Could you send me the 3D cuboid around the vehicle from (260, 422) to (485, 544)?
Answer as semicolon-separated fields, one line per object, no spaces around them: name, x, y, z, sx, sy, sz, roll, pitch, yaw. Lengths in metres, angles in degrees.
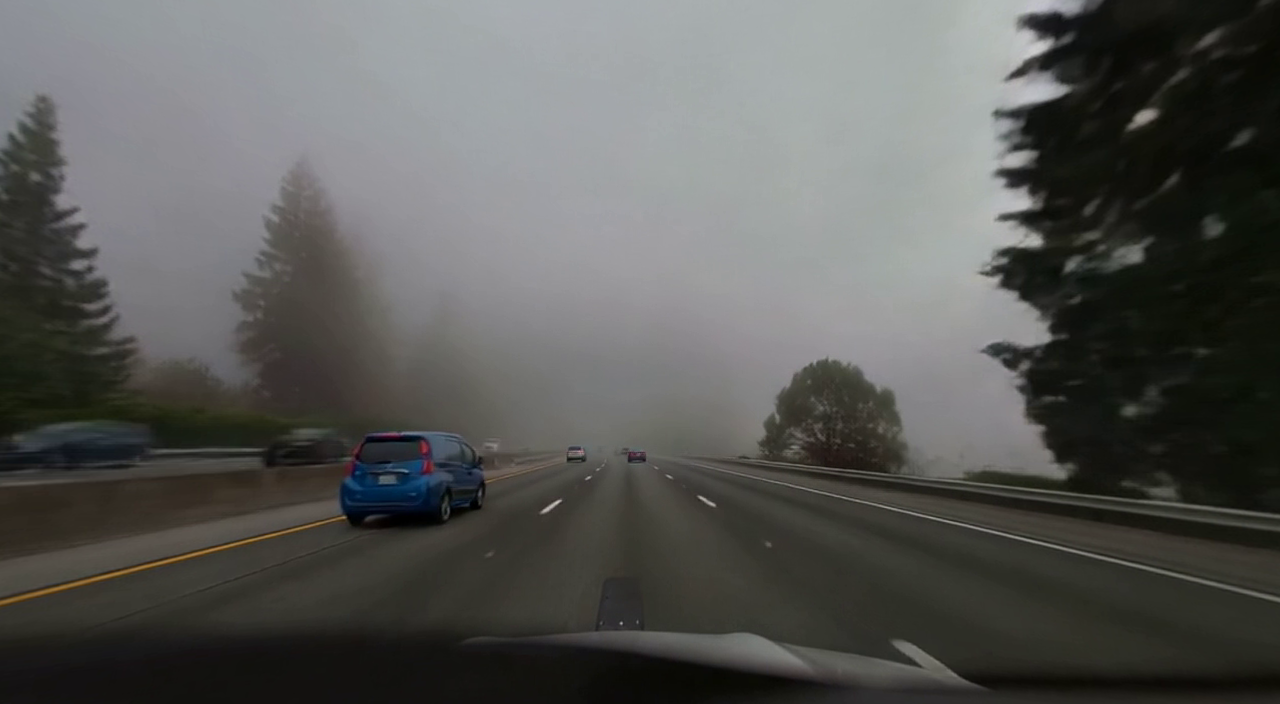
vehicle;-4.230;2.128;10.880;2.088;1.675;4.108;0;-9;-1

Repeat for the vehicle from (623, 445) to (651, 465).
vehicle;-0.255;7.912;48.484;2.008;1.499;3.192;0;-9;-3

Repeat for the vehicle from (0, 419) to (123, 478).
vehicle;-17.455;2.724;17.836;1.846;1.488;4.503;0;-9;-1

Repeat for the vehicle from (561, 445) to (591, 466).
vehicle;-4.982;8.126;49.735;2.054;1.500;4.469;0;-9;-2
